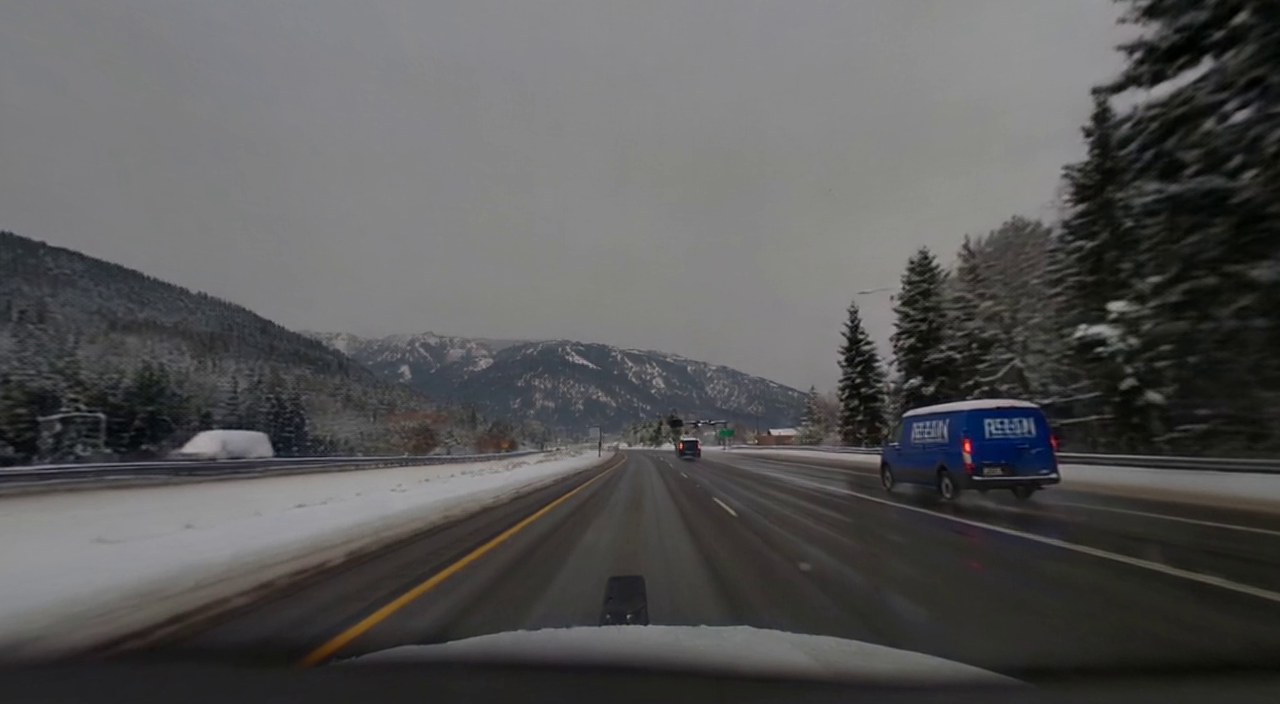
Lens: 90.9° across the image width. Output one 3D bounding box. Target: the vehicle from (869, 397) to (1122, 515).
[{"bbox_3d":[7.248,2.225,13.864,2.275,2.059,5.543,0,-8,0],"label":"vehicle"}]
